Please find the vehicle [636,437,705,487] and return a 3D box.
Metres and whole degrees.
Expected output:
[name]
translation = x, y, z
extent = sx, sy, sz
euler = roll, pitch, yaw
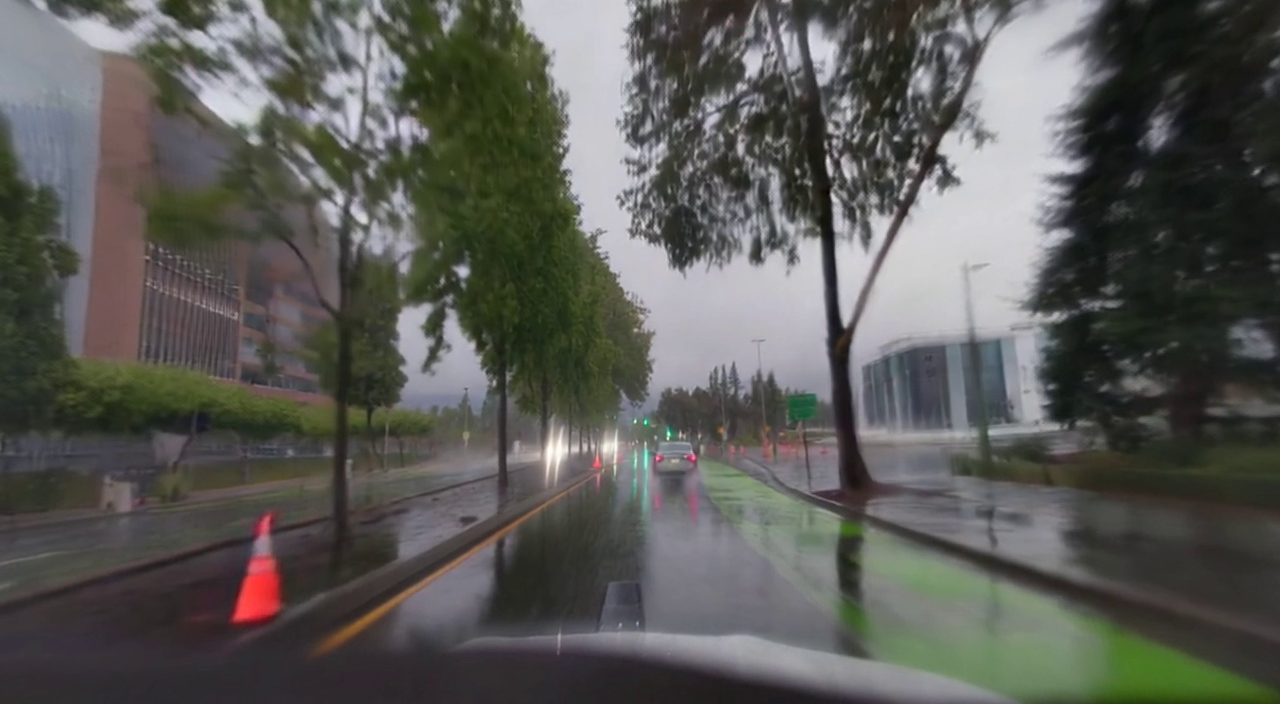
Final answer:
[vehicle]
translation = 1.021, 3.719, 21.698
extent = 2.114, 1.493, 4.430
euler = 0, -8, 2
